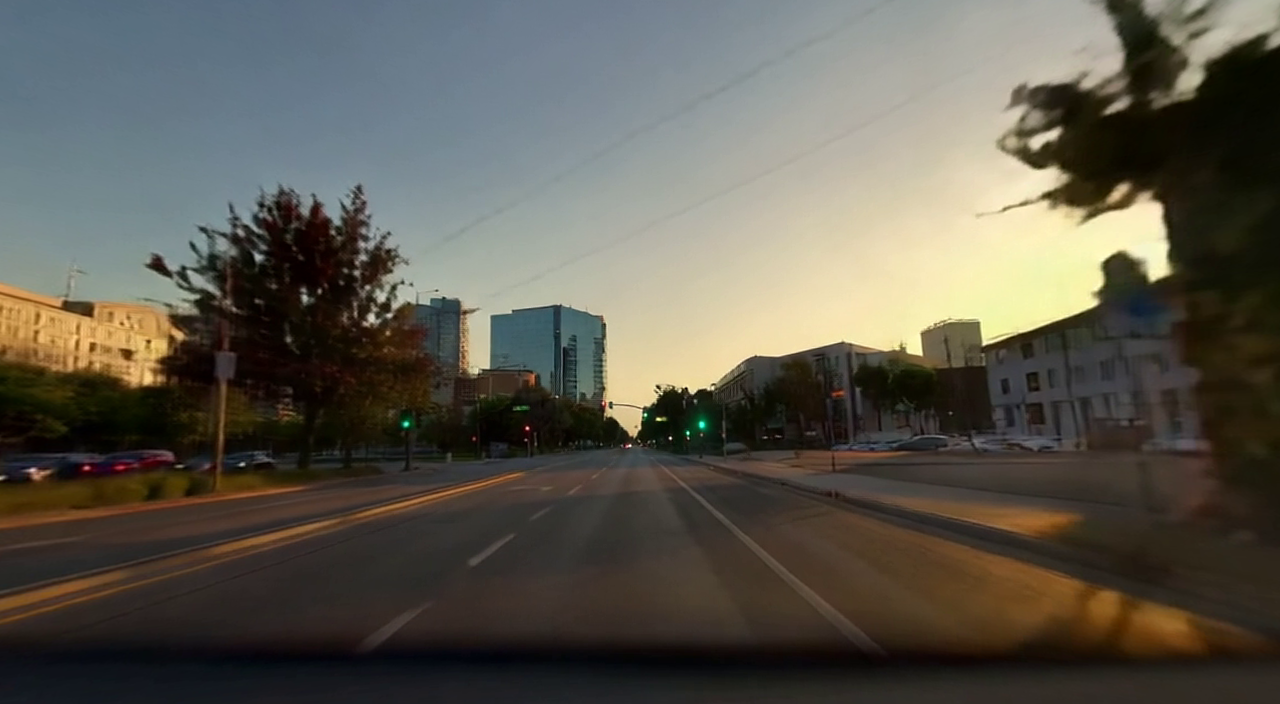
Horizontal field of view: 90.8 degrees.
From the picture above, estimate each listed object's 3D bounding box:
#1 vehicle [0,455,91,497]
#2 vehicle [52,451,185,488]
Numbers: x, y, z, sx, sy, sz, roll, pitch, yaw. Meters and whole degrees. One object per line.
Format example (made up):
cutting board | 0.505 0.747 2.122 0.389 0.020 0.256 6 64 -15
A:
vehicle | -24.687 4.806 24.588 4.600 1.506 2.143 0 -8 1
vehicle | -24.593 5.531 29.954 4.377 1.668 1.977 1 -8 -6
